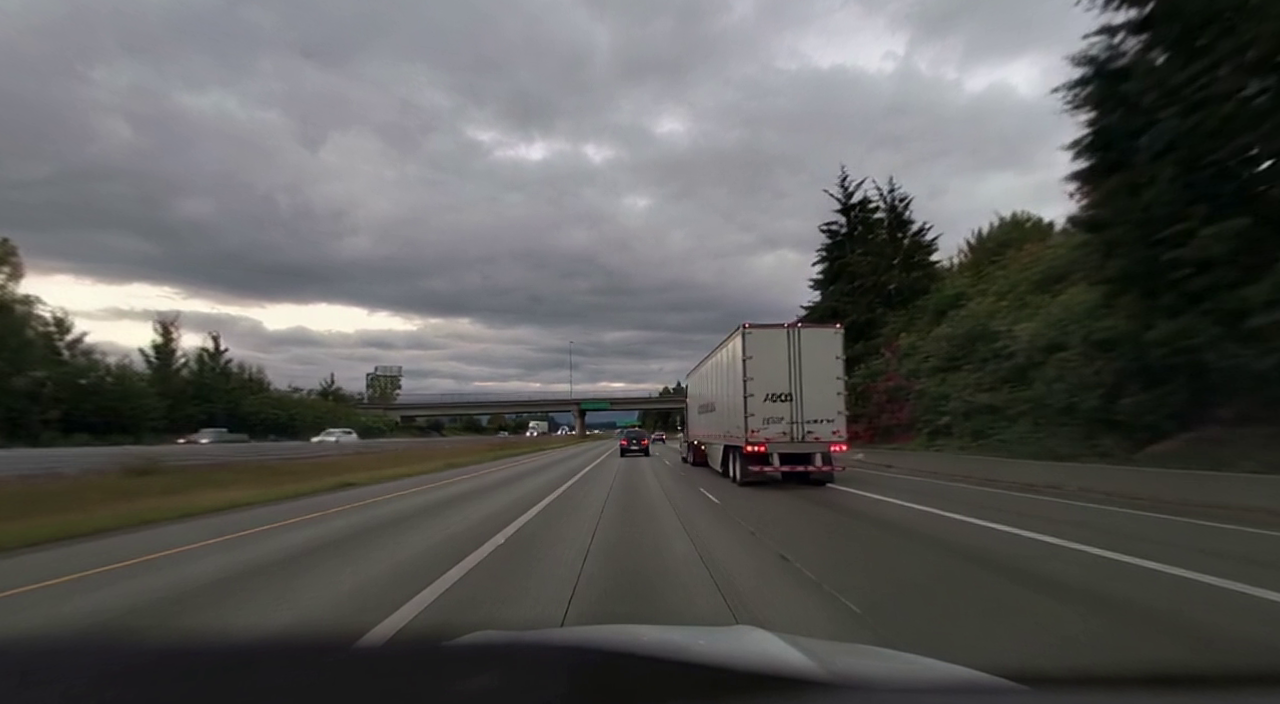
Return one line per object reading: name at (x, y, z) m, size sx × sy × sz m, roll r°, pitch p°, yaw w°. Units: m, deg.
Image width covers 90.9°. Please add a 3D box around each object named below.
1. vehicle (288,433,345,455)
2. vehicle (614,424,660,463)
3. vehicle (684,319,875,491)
vehicle at (-23.292, 6.599, 45.505) m, size 1.866 × 1.516 × 4.226 m, roll 0°, pitch -8°, yaw 0°
vehicle at (-0.222, 4.813, 33.379) m, size 2.277 × 1.913 × 4.510 m, roll 0°, pitch -8°, yaw -1°
vehicle at (3.756, 2.145, 21.864) m, size 2.987 × 4.021 × 14.105 m, roll 0°, pitch -8°, yaw -2°
